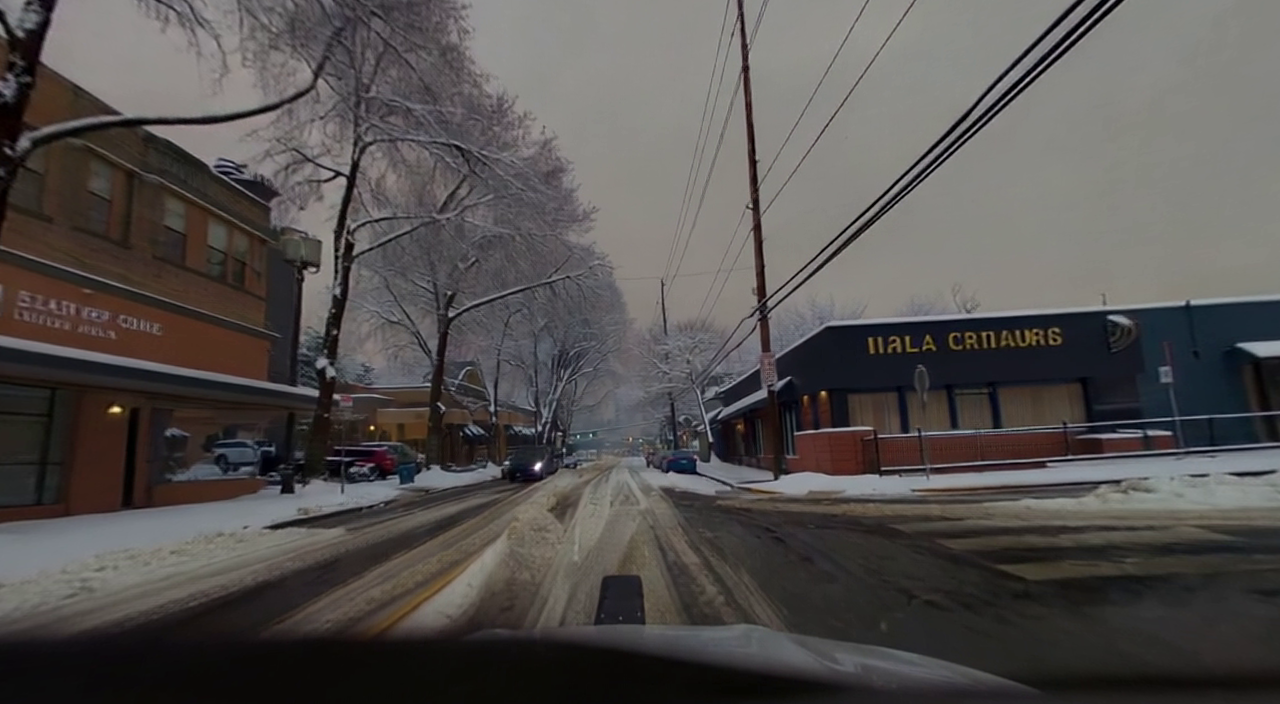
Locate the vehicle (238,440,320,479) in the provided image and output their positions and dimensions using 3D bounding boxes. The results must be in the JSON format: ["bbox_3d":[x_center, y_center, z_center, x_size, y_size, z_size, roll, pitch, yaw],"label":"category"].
[{"bbox_3d":[-25.283,7.515,44.621,2.288,2.514,5.886,0,-8,0],"label":"vehicle"}]

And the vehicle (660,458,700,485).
[{"bbox_3d":[2.253,6.888,36.660,1.877,1.373,3.854,0,-8,-3],"label":"vehicle"}]

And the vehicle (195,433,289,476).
[{"bbox_3d":[-27.967,7.202,44.769,2.249,2.760,6.636,0,-8,0],"label":"vehicle"}]

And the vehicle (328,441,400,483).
[{"bbox_3d":[-19.323,7.653,44.581,2.256,2.668,5.979,0,-7,1],"label":"vehicle"}]

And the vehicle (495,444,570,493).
[{"bbox_3d":[-4.583,5.041,27.840,2.495,1.966,4.846,0,-8,-1],"label":"vehicle"}]

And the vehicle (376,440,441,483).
[{"bbox_3d":[-16.392,7.767,45.121,2.715,2.789,6.225,0,-10,-5],"label":"vehicle"}]
